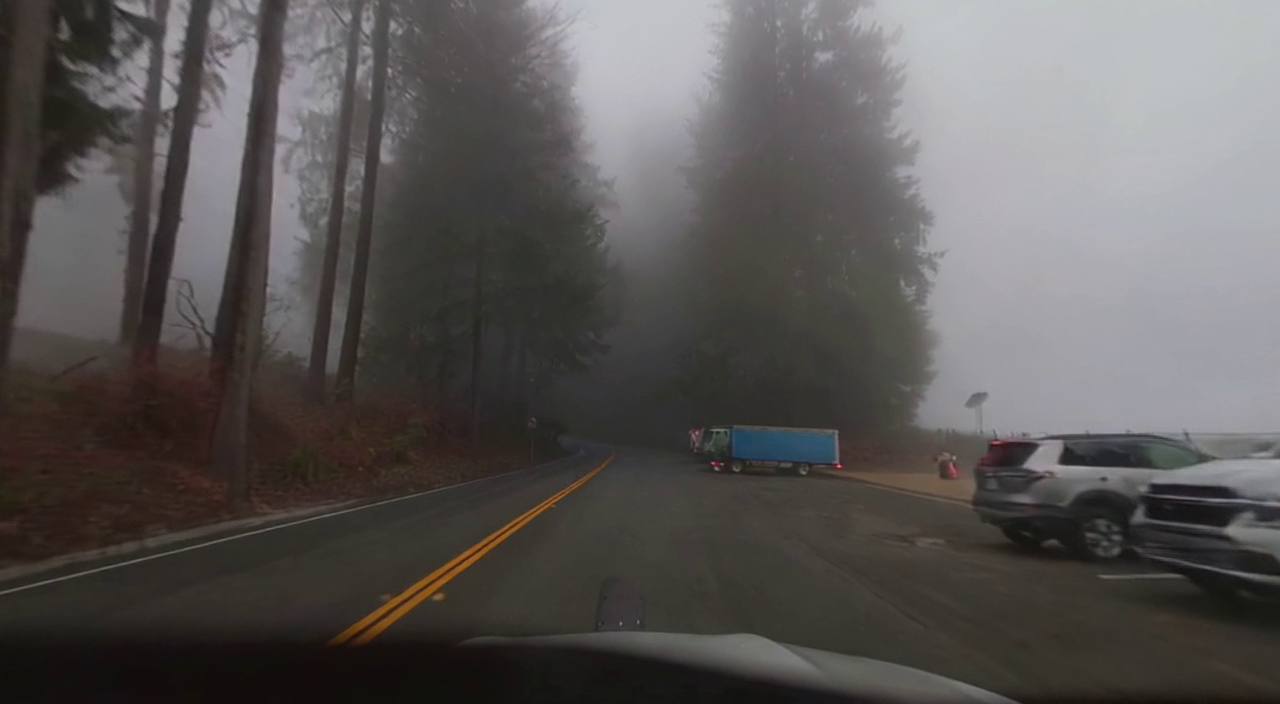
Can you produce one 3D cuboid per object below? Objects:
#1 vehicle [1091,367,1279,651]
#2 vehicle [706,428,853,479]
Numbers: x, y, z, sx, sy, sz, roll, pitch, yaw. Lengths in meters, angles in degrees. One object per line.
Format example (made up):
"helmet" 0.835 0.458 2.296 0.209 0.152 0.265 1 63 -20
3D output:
"vehicle" 6.712 1.130 4.824 4.937 1.879 2.156 0 -8 -4
"vehicle" 5.944 4.419 27.682 5.797 2.070 2.502 0 -8 -1
